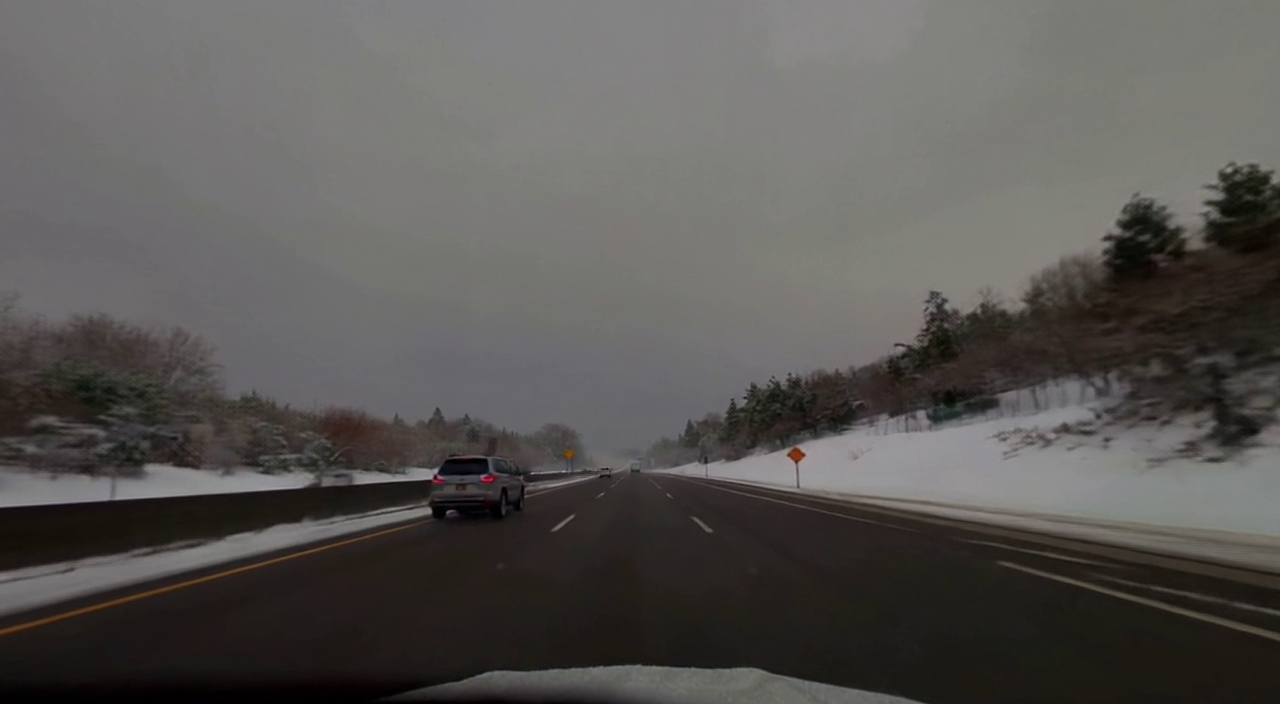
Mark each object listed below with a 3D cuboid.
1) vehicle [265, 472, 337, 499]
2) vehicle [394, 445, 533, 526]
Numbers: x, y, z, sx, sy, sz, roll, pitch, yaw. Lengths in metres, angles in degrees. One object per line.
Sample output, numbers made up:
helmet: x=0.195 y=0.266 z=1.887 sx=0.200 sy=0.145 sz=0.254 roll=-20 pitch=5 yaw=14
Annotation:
vehicle: x=-20.492 y=8.068 z=38.282 sx=2.001 sy=1.506 sz=4.156 roll=1 pitch=-10 yaw=1
vehicle: x=-4.322 y=3.407 z=16.428 sx=2.178 sy=1.736 sz=4.847 roll=1 pitch=-10 yaw=0
